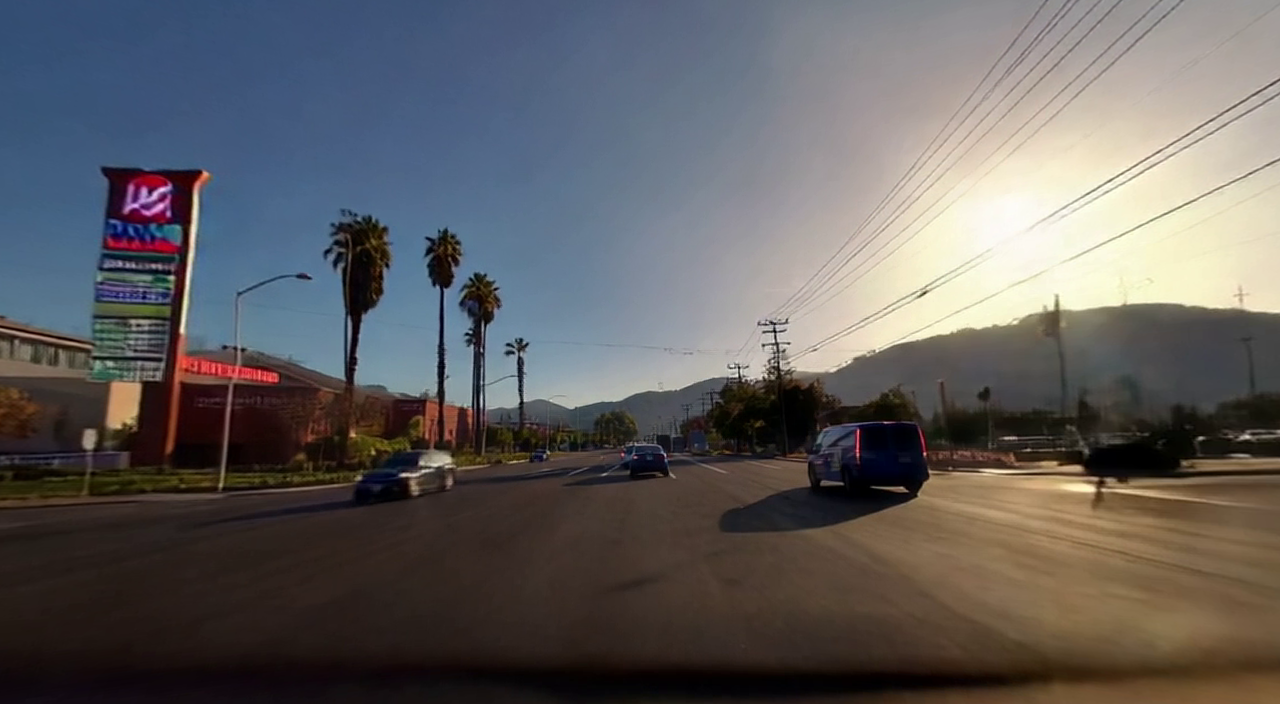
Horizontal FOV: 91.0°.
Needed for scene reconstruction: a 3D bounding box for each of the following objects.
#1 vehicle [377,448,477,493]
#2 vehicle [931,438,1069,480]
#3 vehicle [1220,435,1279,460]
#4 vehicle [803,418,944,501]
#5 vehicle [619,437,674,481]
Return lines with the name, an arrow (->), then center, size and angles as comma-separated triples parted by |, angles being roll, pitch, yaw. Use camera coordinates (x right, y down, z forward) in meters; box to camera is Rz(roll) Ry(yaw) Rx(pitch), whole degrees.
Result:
vehicle -> -7.923, 4.429, 23.974 | 2.004, 1.535, 4.853 | 0, -9, 1
vehicle -> 13.989, 4.205, 24.807 | 4.400, 1.507, 2.009 | -4, -10, 23
vehicle -> 41.325, 6.332, 41.764 | 1.779, 1.515, 4.189 | -4, -9, 3
vehicle -> 6.084, 2.866, 17.097 | 2.107, 1.928, 4.471 | 0, -9, 0
vehicle -> 0.244, 4.486, 26.608 | 2.138, 1.672, 4.168 | 0, -9, 0
